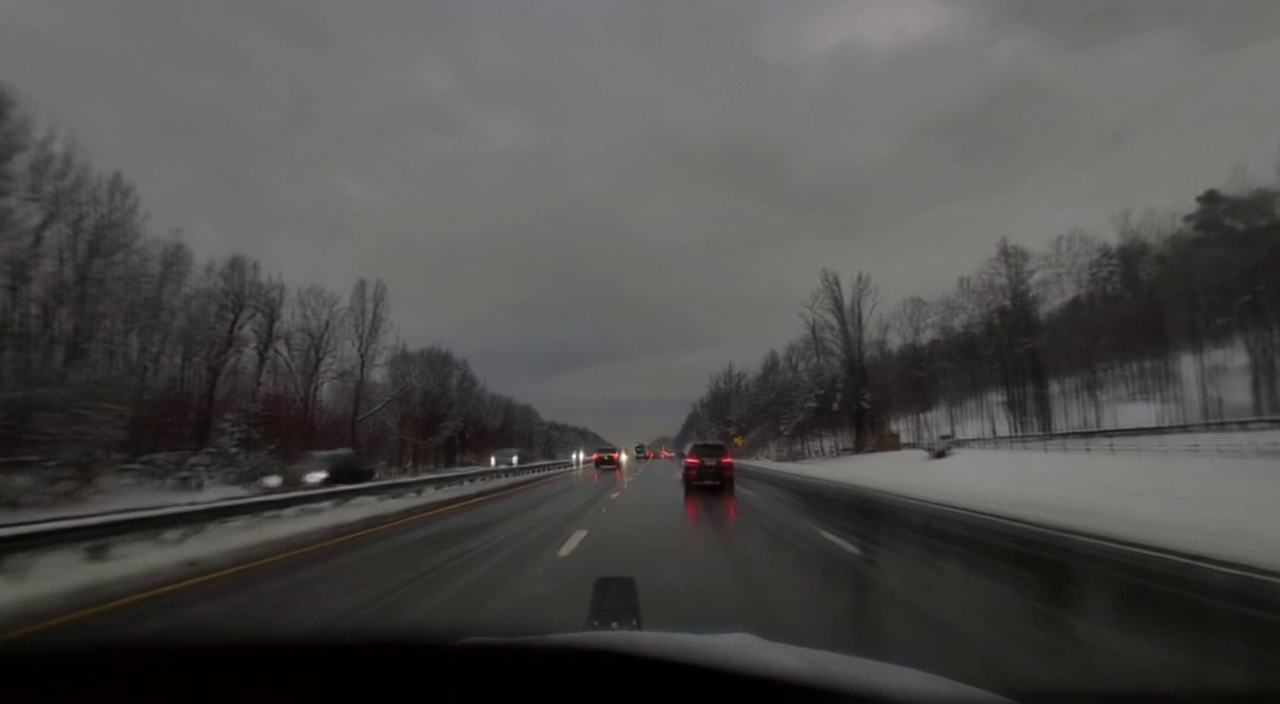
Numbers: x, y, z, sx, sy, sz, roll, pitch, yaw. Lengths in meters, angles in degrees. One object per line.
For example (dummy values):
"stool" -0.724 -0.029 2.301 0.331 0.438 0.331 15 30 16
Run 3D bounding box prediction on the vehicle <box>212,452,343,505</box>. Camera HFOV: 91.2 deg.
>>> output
"vehicle" -12.010 4.175 21.149 1.877 1.554 4.051 -1 -9 2

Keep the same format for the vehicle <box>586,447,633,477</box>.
"vehicle" -1.465 5.571 31.877 2.037 1.418 3.793 -1 -9 2

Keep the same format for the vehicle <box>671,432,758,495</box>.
"vehicle" 2.156 3.426 19.546 2.250 1.718 4.358 0 -9 1

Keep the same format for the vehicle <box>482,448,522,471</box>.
"vehicle" -10.497 8.163 47.936 1.996 1.663 4.278 -1 -9 2
